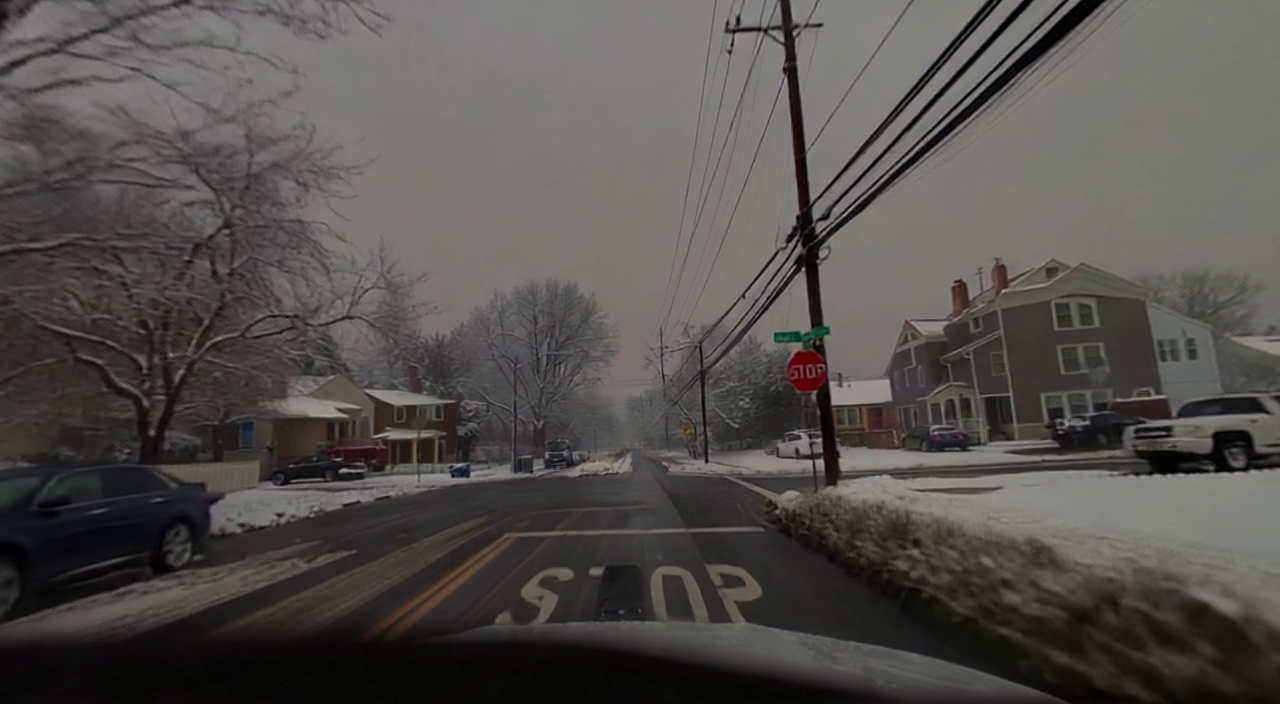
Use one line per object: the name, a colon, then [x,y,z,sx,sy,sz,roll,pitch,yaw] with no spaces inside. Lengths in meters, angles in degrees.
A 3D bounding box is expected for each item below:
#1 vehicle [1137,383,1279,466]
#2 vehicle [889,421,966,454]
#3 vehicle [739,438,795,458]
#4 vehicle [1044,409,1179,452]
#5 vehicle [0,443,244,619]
vehicle: [16.633,1.862,16.076,6.022,1.953,2.250,0,-9,-1]
vehicle: [15.578,4.685,34.502,2.025,1.689,4.342,0,-9,-2]
vehicle: [9.948,7.550,49.824,4.019,1.533,1.769,0,-9,0]
vehicle: [21.129,3.576,28.460,4.466,1.769,2.033,1,-8,-1]
vehicle: [-6.752,1.900,7.088,2.026,1.560,4.062,-5,-9,0]
